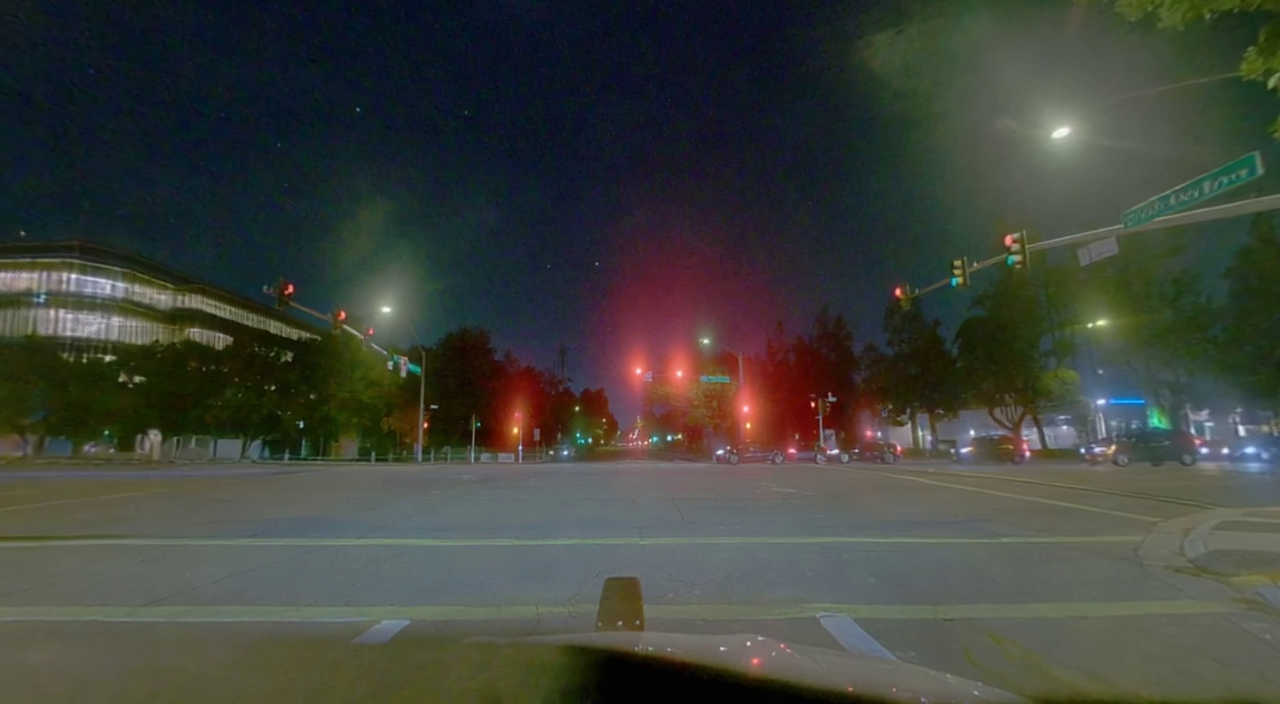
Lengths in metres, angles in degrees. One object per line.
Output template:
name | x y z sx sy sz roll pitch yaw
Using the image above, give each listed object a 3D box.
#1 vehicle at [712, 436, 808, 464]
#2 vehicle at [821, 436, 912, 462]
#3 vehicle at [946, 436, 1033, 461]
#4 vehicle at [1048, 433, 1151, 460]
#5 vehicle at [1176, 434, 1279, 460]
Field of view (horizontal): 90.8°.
vehicle | 6.248 5.157 33.226 4.629 1.423 1.833 0 -9 0
vehicle | 13.187 5.659 36.975 4.631 1.435 1.715 0 -9 0
vehicle | 22.081 6.110 40.033 4.443 1.472 1.794 0 -9 1
vehicle | 26.545 5.498 36.593 4.519 1.476 1.767 0 -9 1
vehicle | 34.431 5.504 36.720 4.724 1.452 1.870 0 -9 0
